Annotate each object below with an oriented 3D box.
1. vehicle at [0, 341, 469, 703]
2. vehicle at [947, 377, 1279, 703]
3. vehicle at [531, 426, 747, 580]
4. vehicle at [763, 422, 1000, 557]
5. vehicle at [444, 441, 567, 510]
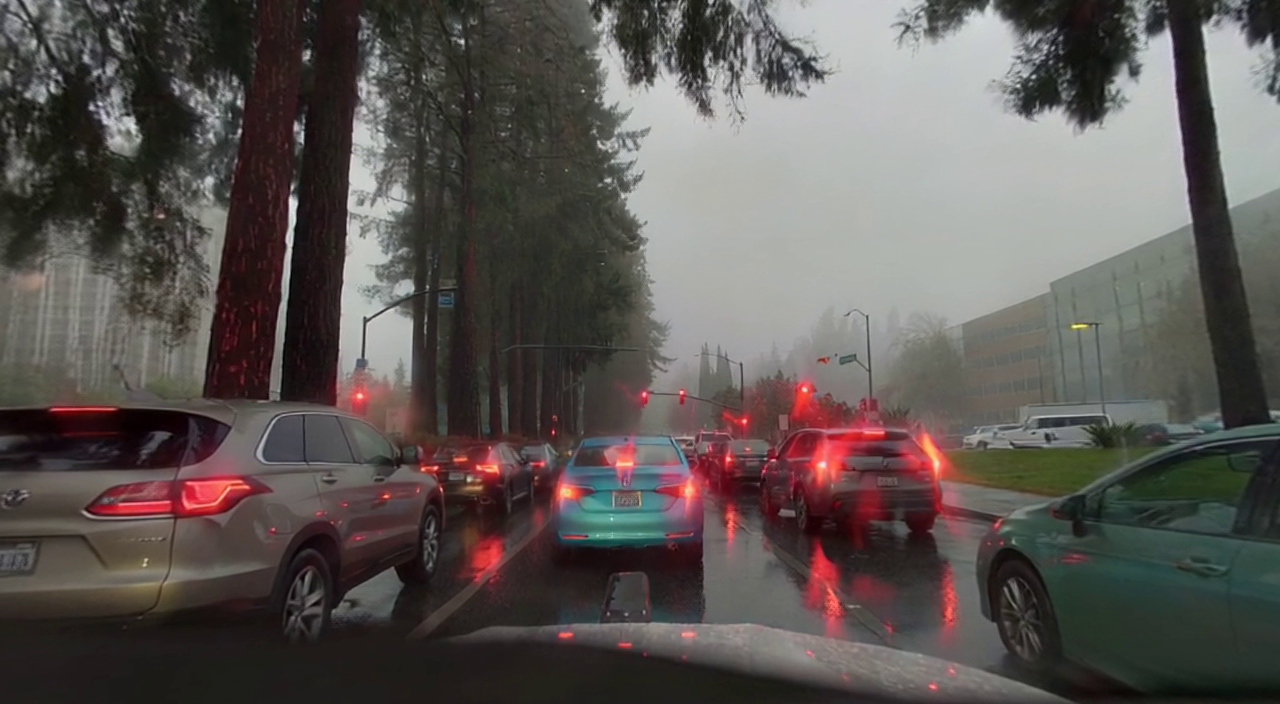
[{"bbox_3d":[-3.146,1.166,5.051,2.168,1.750,4.625,-1,-9,1],"label":"vehicle"},{"bbox_3d":[3.322,0.965,2.832,1.899,1.588,3.888,0,-9,0],"label":"vehicle"},{"bbox_3d":[-0.036,1.804,8.328,2.147,1.507,3.953,0,-8,-1],"label":"vehicle"},{"bbox_3d":[3.409,2.024,10.013,2.040,1.647,4.379,0,-9,0],"label":"vehicle"},{"bbox_3d":[-3.058,2.903,15.315,1.975,1.420,4.196,-1,-9,1],"label":"vehicle"}]
